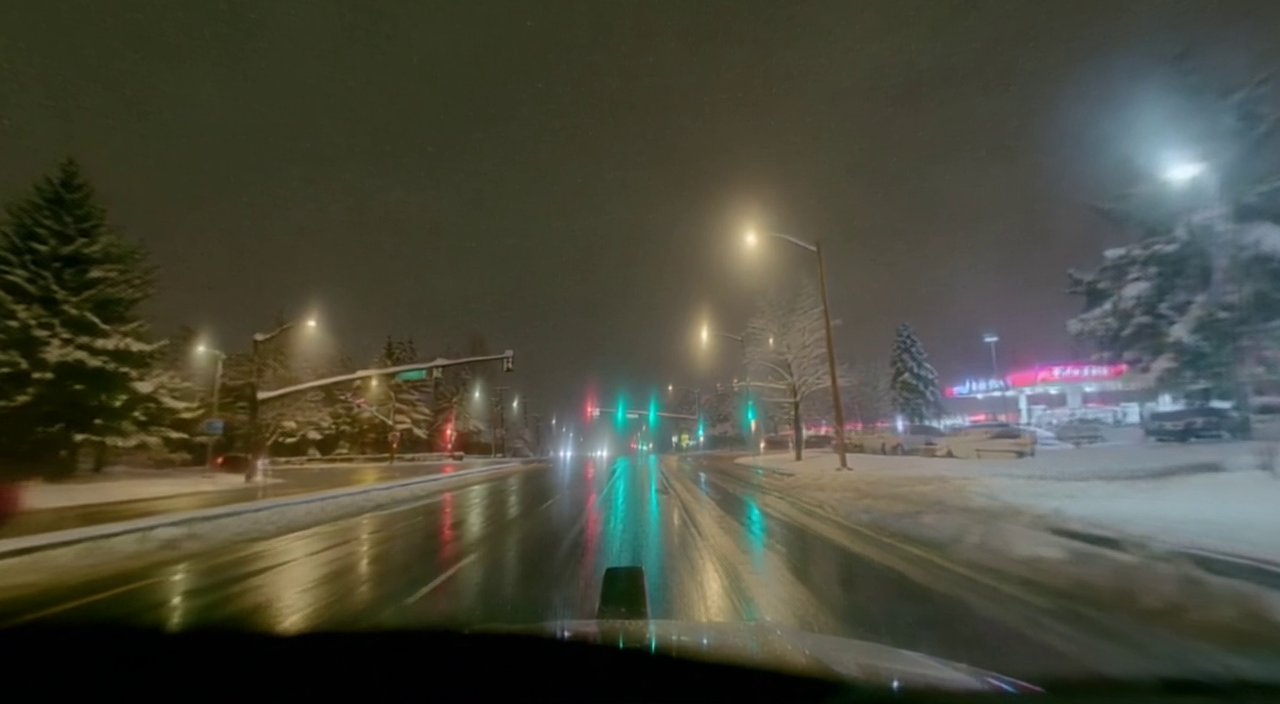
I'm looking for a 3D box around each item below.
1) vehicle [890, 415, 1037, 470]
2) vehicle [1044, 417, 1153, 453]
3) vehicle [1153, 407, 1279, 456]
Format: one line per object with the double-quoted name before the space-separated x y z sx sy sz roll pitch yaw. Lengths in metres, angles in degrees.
"vehicle" 13.441 3.777 26.432 4.821 1.788 2.132 -5 -8 0
"vehicle" 26.904 4.894 37.051 5.031 1.746 1.999 -1 -10 -9
"vehicle" 25.560 3.272 26.251 6.381 1.869 2.512 0 -7 -5
